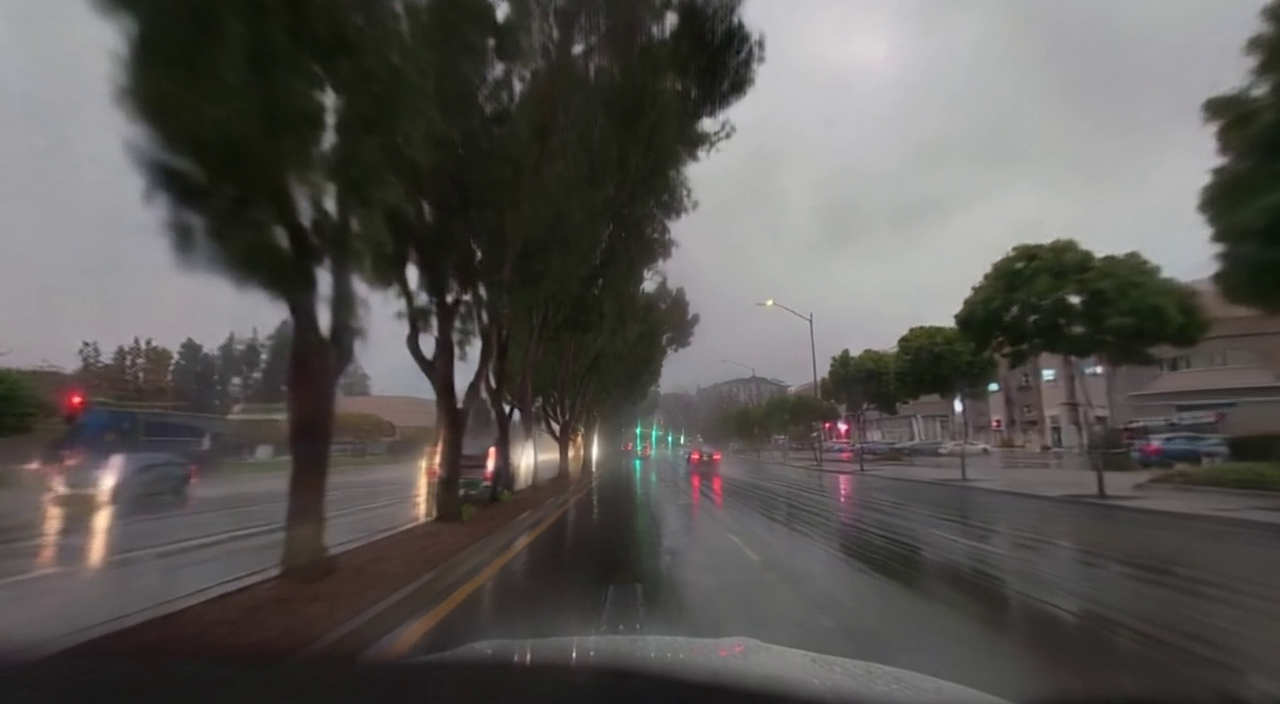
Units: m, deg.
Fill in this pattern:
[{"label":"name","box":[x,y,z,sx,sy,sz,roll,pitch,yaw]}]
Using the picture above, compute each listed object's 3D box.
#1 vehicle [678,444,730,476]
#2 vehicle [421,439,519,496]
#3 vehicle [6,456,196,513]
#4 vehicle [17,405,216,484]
[{"label":"vehicle","box":[3.120,5.377,31.603,1.983,1.482,4.463,0,-9,-2]},{"label":"vehicle","box":[-5.400,3.706,20.678,2.100,1.639,4.268,0,-9,-1]},{"label":"vehicle","box":[-16.235,3.967,19.426,1.989,1.466,4.349,0,-9,0]},{"label":"vehicle","box":[-27.778,5.029,34.363,2.804,3.714,8.815,0,-9,3]}]
